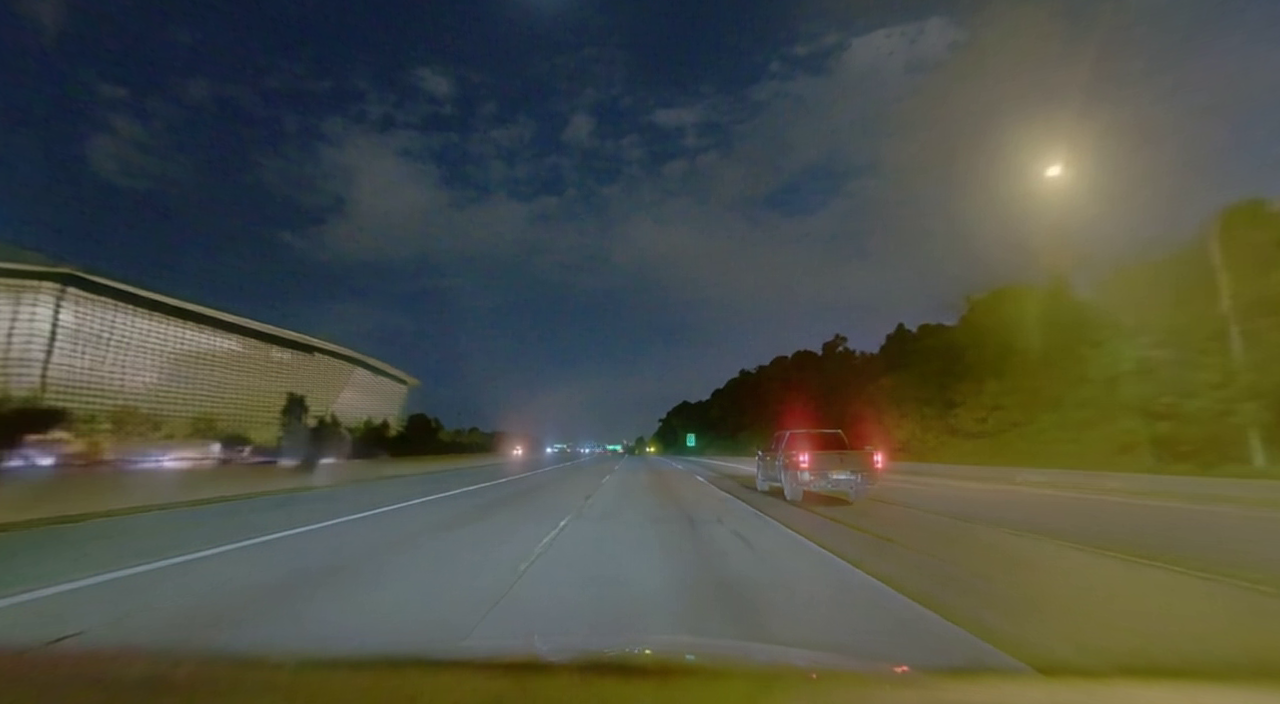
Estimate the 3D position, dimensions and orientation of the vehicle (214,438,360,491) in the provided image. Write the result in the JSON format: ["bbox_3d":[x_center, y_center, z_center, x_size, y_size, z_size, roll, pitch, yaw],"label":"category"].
[{"bbox_3d":[-11.344,3.637,20.744,2.046,1.505,4.745,0,-9,0],"label":"vehicle"}]
